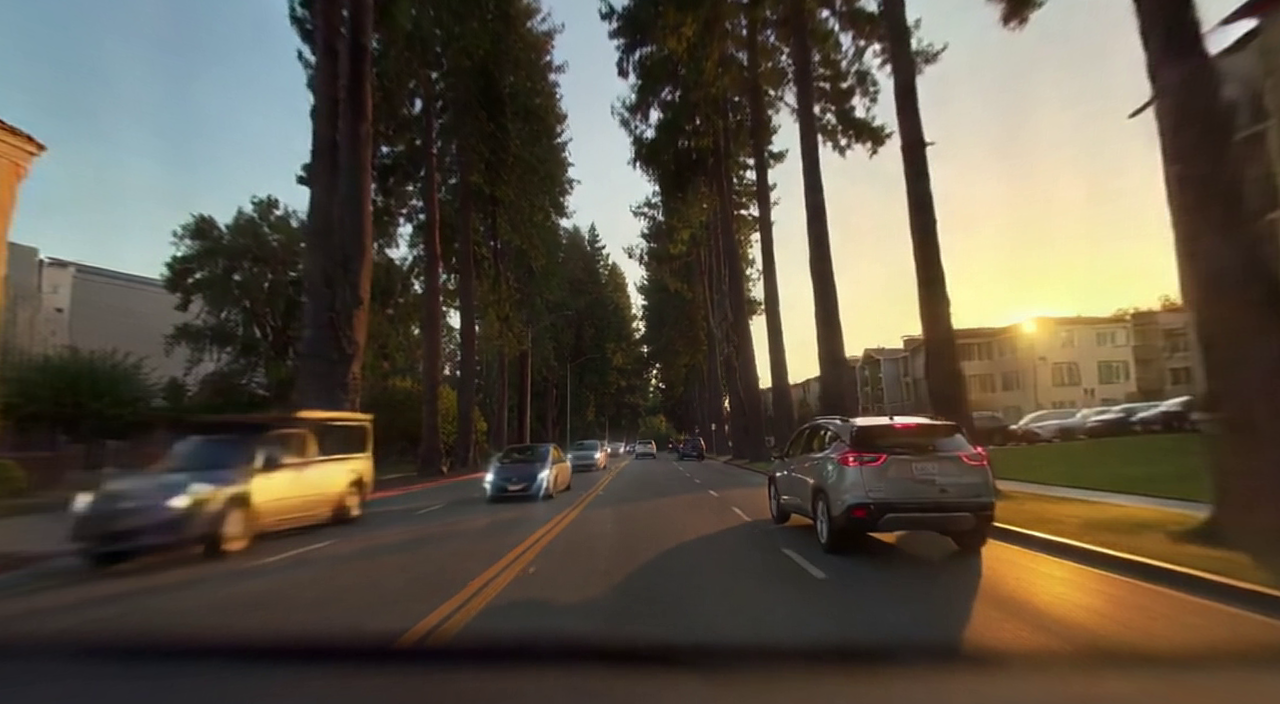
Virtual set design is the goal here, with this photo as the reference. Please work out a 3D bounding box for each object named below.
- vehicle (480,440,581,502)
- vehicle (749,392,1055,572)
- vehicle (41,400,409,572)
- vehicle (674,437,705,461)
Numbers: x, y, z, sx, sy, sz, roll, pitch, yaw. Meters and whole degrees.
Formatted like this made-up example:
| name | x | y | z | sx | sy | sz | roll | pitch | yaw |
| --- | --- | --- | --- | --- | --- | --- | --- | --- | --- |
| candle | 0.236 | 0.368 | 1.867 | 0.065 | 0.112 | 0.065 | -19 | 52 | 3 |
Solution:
| name | x | y | z | sx | sy | sz | roll | pitch | yaw |
| --- | --- | --- | --- | --- | --- | --- | --- | --- | --- |
| vehicle | -2.749 | 3.091 | 16.690 | 1.941 | 1.409 | 3.975 | -1 | -9 | 1 |
| vehicle | 3.240 | 1.765 | 9.304 | 2.219 | 1.881 | 5.104 | 0 | -9 | -1 |
| vehicle | -6.044 | 2.027 | 10.407 | 2.200 | 2.041 | 5.550 | -1 | -9 | 1 |
| vehicle | 3.834 | 7.663 | 49.540 | 2.069 | 1.791 | 4.422 | 0 | -9 | 0 |
